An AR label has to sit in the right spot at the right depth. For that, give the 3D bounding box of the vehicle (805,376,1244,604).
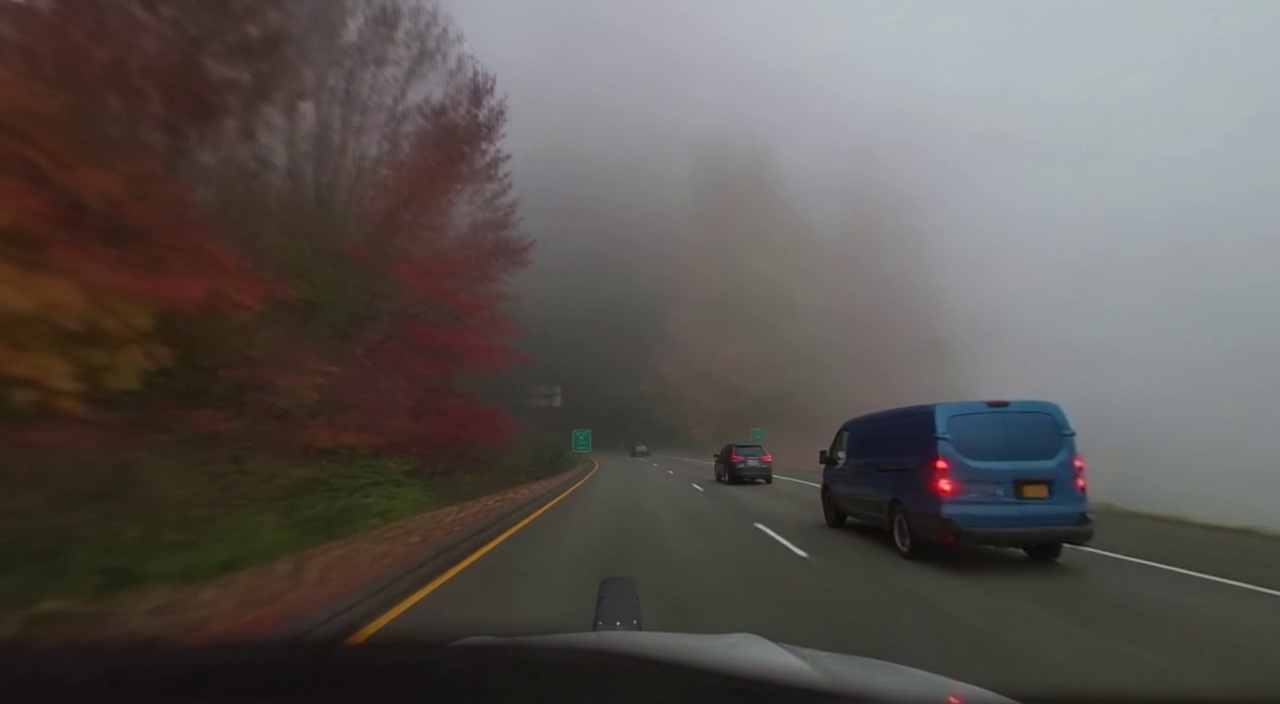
[{"bbox_3d":[3.965,1.555,7.916,2.205,1.923,4.956,0,-9,-2],"label":"vehicle"}]

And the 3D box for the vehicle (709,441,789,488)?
[{"bbox_3d":[3.840,4.036,22.756,1.952,1.536,4.036,0,-9,-3],"label":"vehicle"}]
